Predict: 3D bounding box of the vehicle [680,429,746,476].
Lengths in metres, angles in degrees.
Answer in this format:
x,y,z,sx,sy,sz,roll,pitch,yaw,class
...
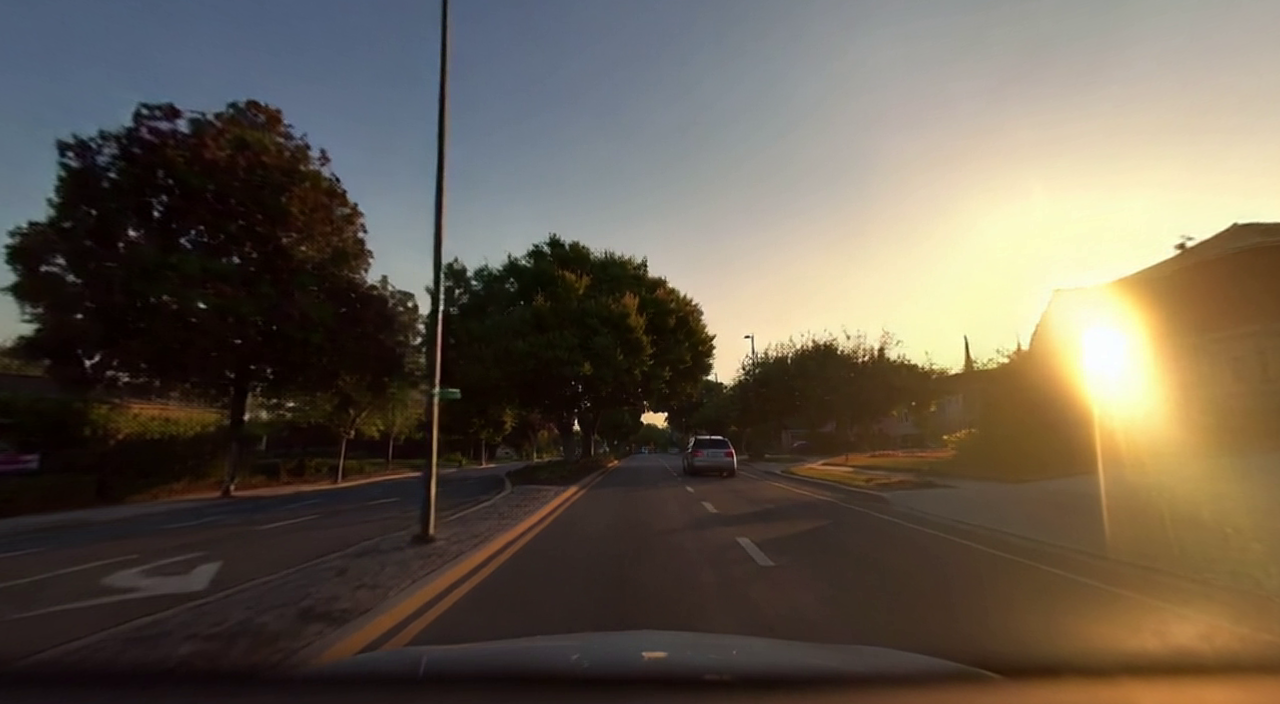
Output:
x,y,z,sx,sy,sz,roll,pitch,yaw,class
2.967,4.227,26.646,2.180,1.773,4.639,0,-8,0,vehicle
